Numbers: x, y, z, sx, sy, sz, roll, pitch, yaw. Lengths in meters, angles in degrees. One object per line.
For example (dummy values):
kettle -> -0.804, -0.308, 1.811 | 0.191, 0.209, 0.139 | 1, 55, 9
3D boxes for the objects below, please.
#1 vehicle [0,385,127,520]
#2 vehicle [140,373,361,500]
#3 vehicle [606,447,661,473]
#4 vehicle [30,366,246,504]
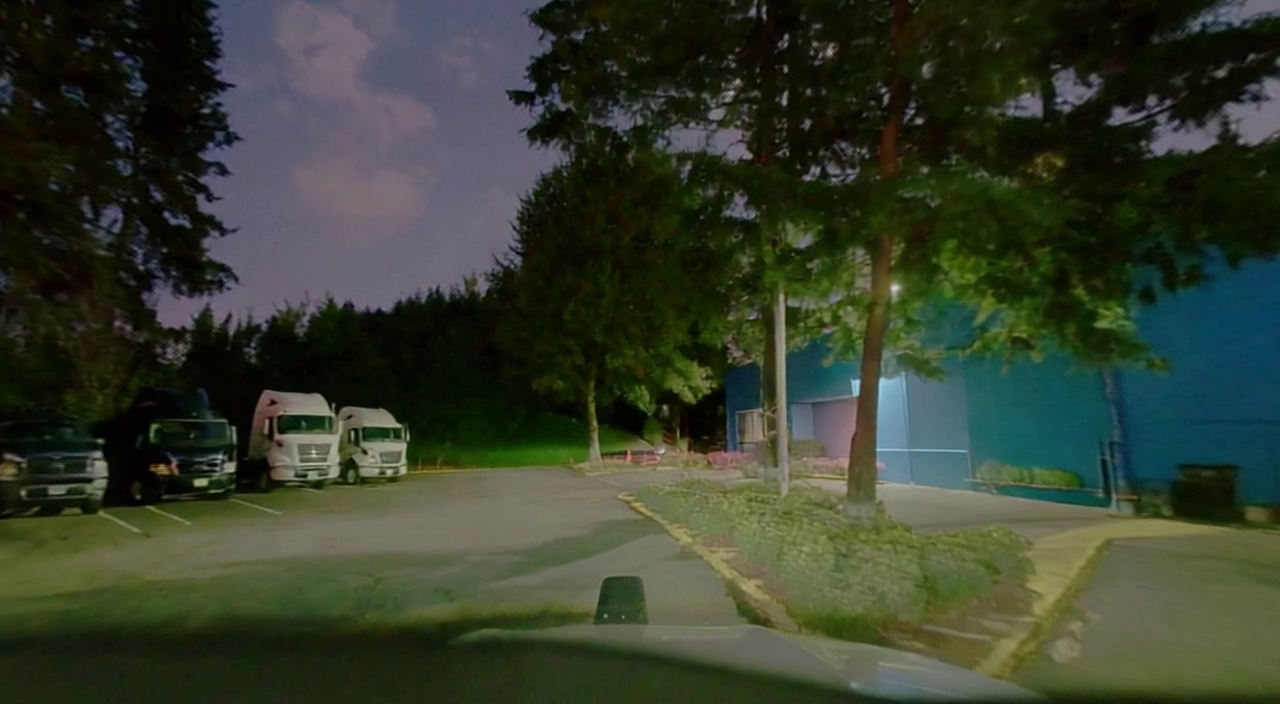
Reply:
vehicle -> -16.966, 2.721, 17.094 | 7.819, 3.007, 2.674 | -7, -11, 37
vehicle -> -15.825, 3.445, 25.002 | 11.906, 4.069, 2.948 | -7, -11, 36
vehicle -> -0.356, 6.697, 39.145 | 1.809, 1.506, 3.473 | -6, -11, 33
vehicle -> -18.250, 3.059, 22.481 | 11.512, 3.871, 3.038 | -7, -11, 37
